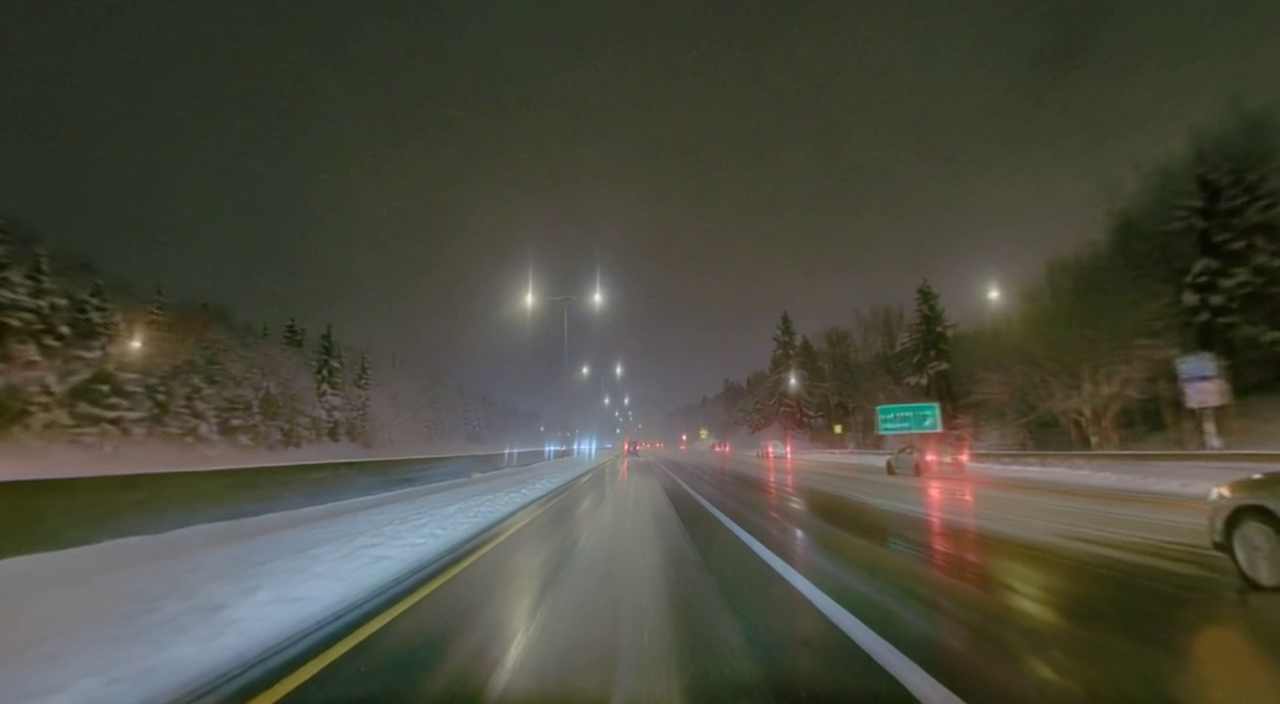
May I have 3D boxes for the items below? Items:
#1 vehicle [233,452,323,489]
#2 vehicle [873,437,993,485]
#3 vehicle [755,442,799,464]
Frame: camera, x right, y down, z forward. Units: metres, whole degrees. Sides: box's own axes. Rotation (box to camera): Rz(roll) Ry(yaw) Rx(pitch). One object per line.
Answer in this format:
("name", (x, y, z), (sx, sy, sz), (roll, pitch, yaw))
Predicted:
("vehicle", (-14.961, 4.889, 26.324), (1.629, 1.362, 3.473), (0, -8, 0))
("vehicle", (10.531, 3.949, 23.213), (1.962, 1.536, 4.945), (0, -9, -1))
("vehicle", (9.803, 7.266, 45.603), (2.075, 1.496, 4.573), (0, -9, -2))
